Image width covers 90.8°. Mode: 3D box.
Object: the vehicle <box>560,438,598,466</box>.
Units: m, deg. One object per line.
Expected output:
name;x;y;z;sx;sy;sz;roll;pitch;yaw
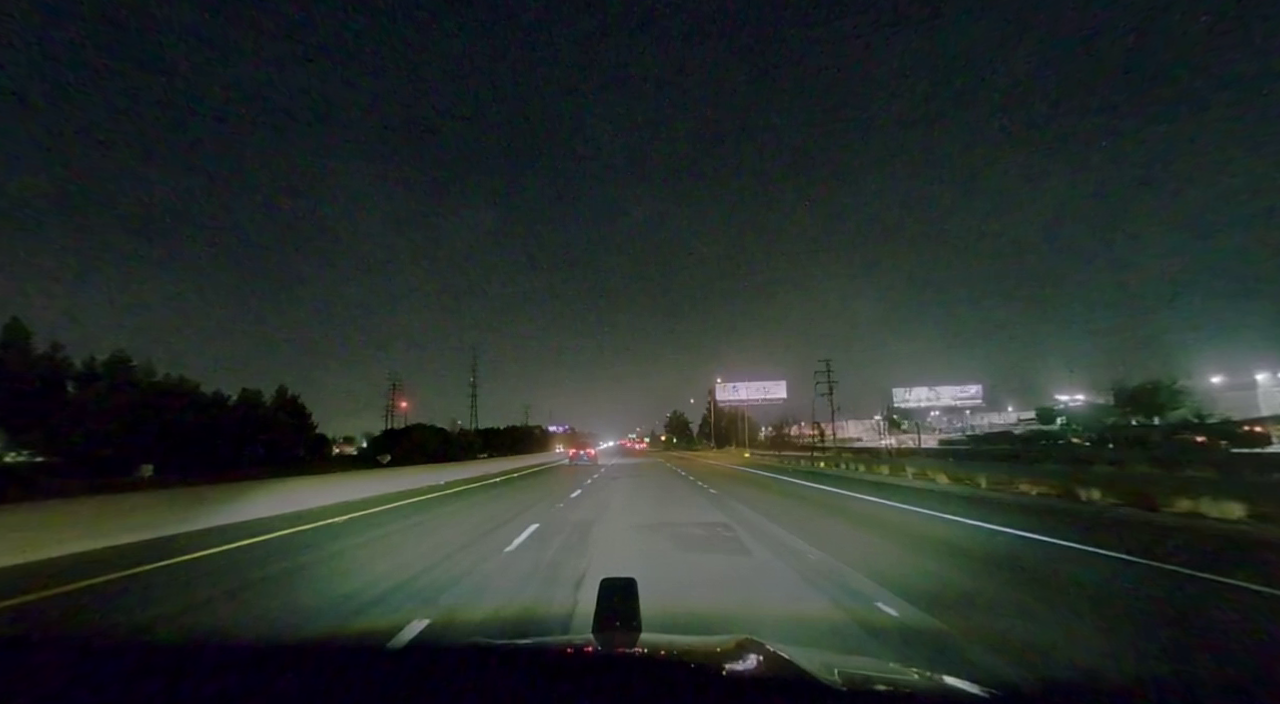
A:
vehicle;-4.208;6.993;44.356;2.130;1.823;4.761;0;-8;1
